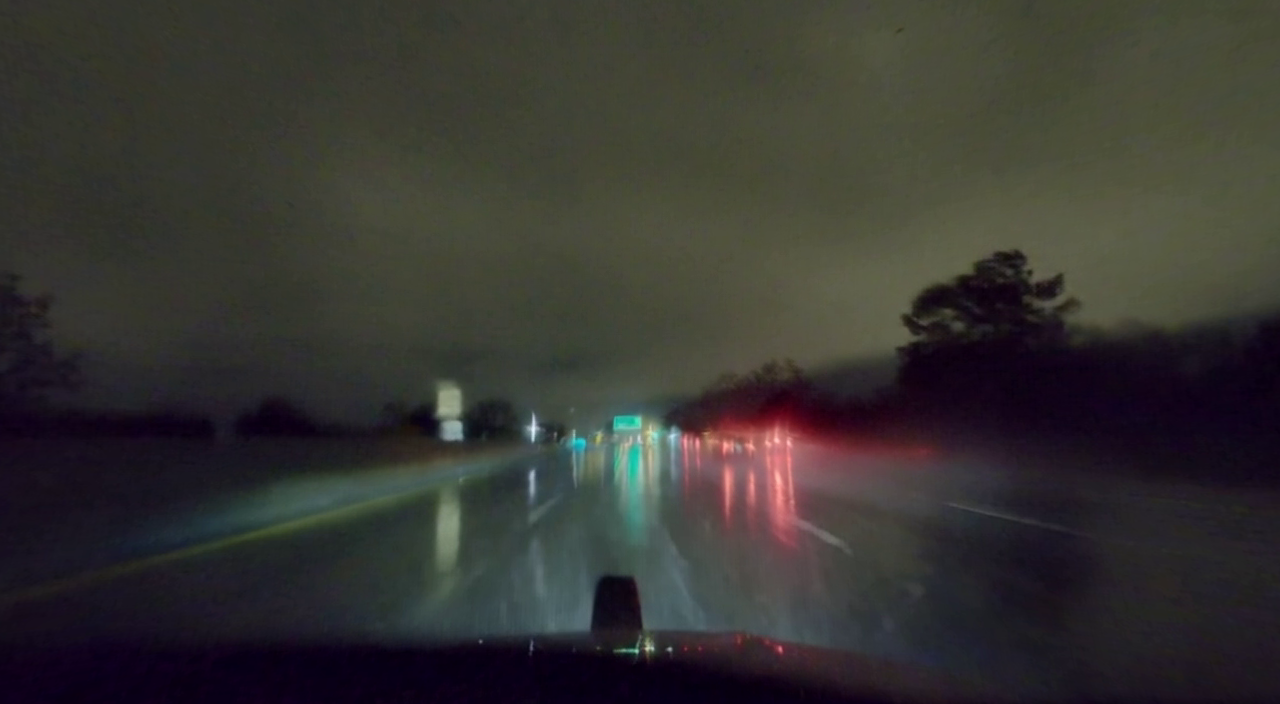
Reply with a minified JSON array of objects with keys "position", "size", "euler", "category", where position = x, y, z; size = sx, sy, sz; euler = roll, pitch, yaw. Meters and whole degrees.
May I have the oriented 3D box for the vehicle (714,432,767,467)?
[{"position":[4.605,4.494,29.248],"size":[1.802,1.492,3.804],"euler":[0,-8,-1],"category":"vehicle"}]
